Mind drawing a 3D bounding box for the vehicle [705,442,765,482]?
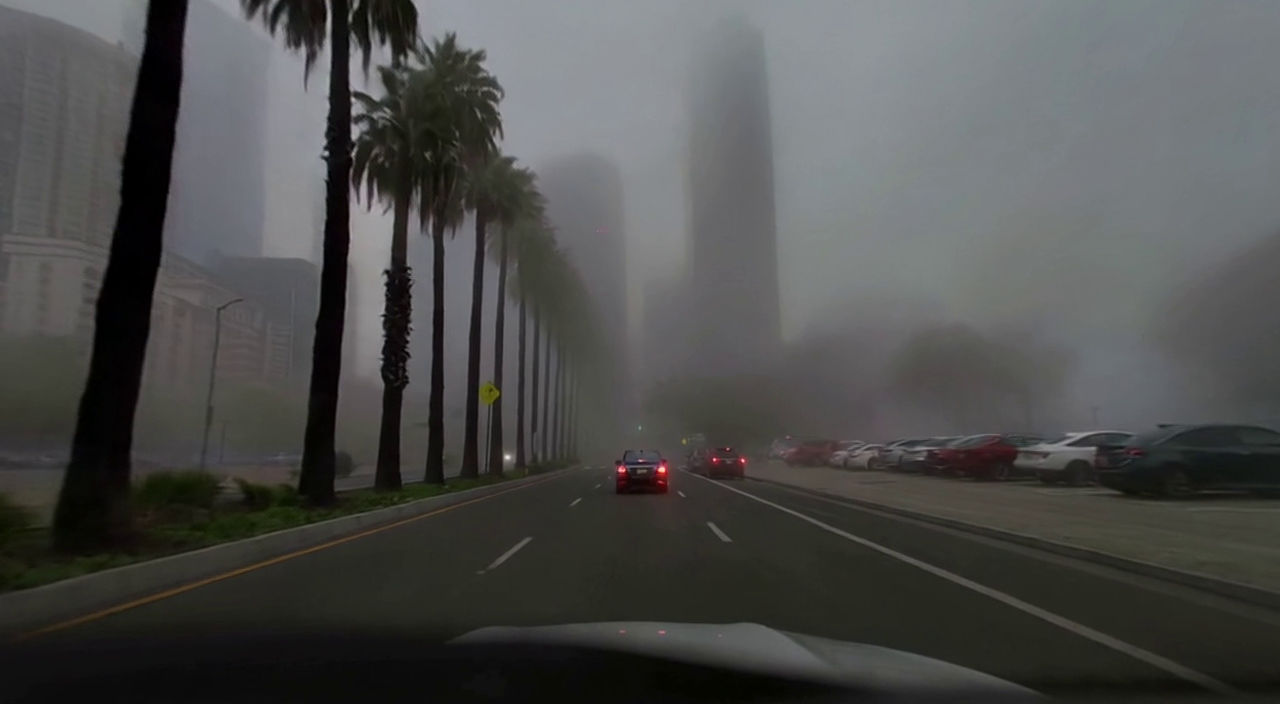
[{"bbox_3d":[4.470,5.253,30.408,2.136,1.774,4.778,0,-8,0],"label":"vehicle"}]

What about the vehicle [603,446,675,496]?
[{"bbox_3d":[0.008,4.006,21.543,2.235,1.528,3.876,0,-8,1],"label":"vehicle"}]

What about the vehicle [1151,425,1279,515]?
[{"bbox_3d":[12.668,2.190,11.946,3.929,1.508,2.326,0,-9,-2],"label":"vehicle"}]
